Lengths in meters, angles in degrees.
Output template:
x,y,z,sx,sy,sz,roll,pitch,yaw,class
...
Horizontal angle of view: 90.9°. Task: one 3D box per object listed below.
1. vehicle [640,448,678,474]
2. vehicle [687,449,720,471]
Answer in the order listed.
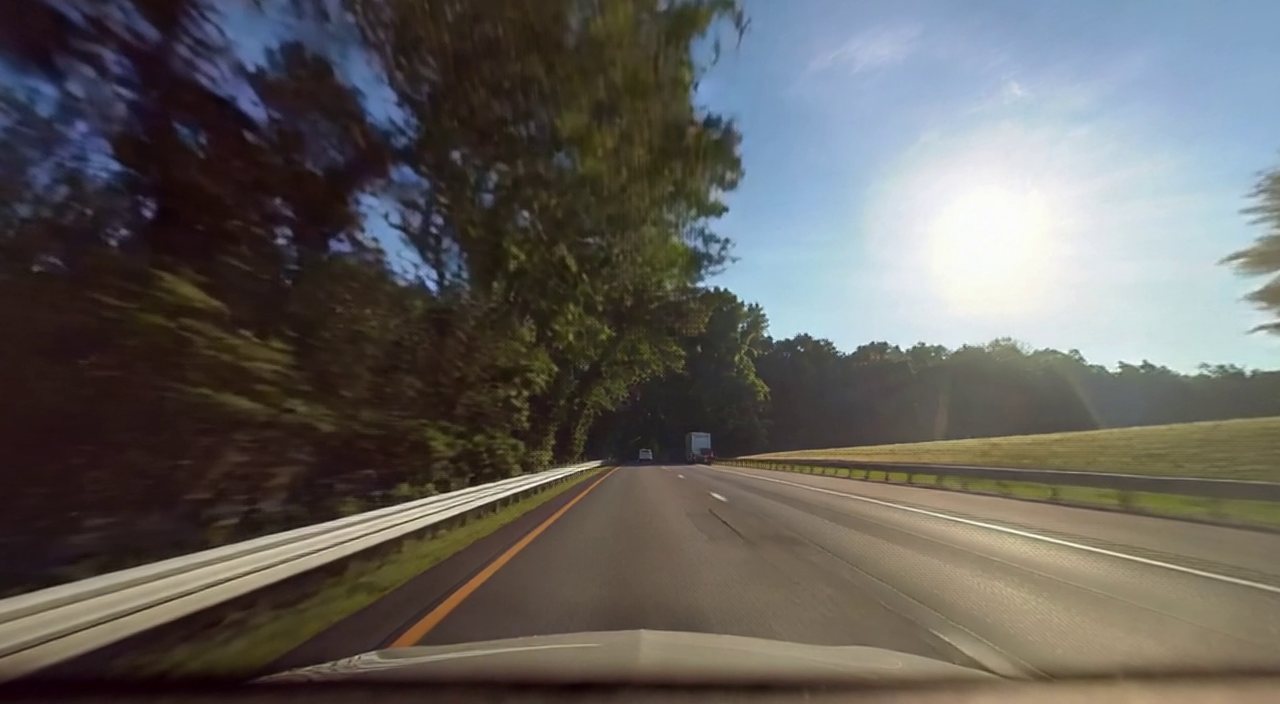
x,y,z,sx,sy,sz,roll,pitch,yaw,class
1.121,6.775,39.232,2.162,1.492,3.975,0,-9,0,vehicle
4.471,7.645,44.714,1.846,1.485,3.679,0,-9,-1,vehicle
